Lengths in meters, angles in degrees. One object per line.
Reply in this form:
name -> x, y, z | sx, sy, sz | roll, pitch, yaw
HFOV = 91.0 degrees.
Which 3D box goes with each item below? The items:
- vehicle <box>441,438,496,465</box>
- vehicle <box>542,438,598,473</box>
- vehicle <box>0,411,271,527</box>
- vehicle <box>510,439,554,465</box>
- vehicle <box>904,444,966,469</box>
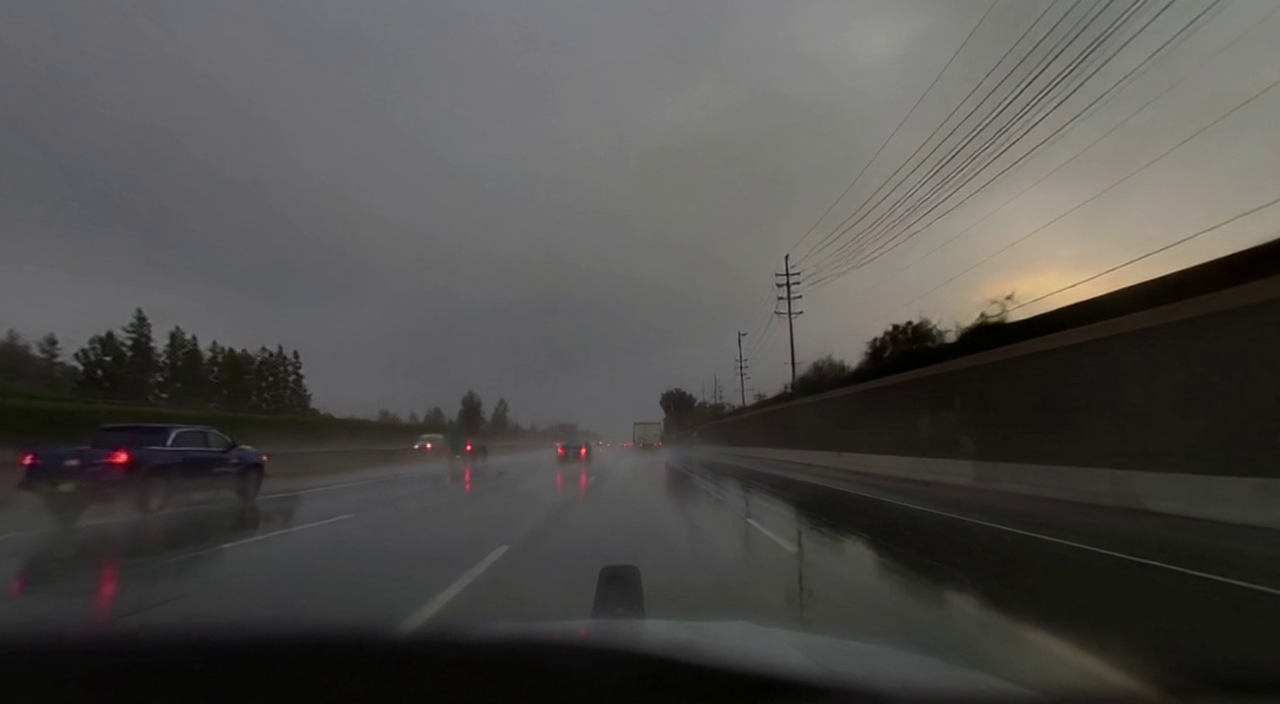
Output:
vehicle -> -10.856, 6.342, 40.228 | 2.058, 1.621, 4.739 | 0, -9, 1
vehicle -> -3.240, 4.939, 30.187 | 2.045, 1.532, 4.954 | 0, -9, 1
vehicle -> -10.628, 2.330, 13.126 | 2.310, 1.853, 5.817 | 0, -9, 1
vehicle -> -6.886, 6.431, 40.622 | 1.946, 1.514, 4.687 | 0, -9, 1
vehicle -> 19.622, 6.949, 42.110 | 1.985, 1.521, 4.827 | -1, -9, 3
